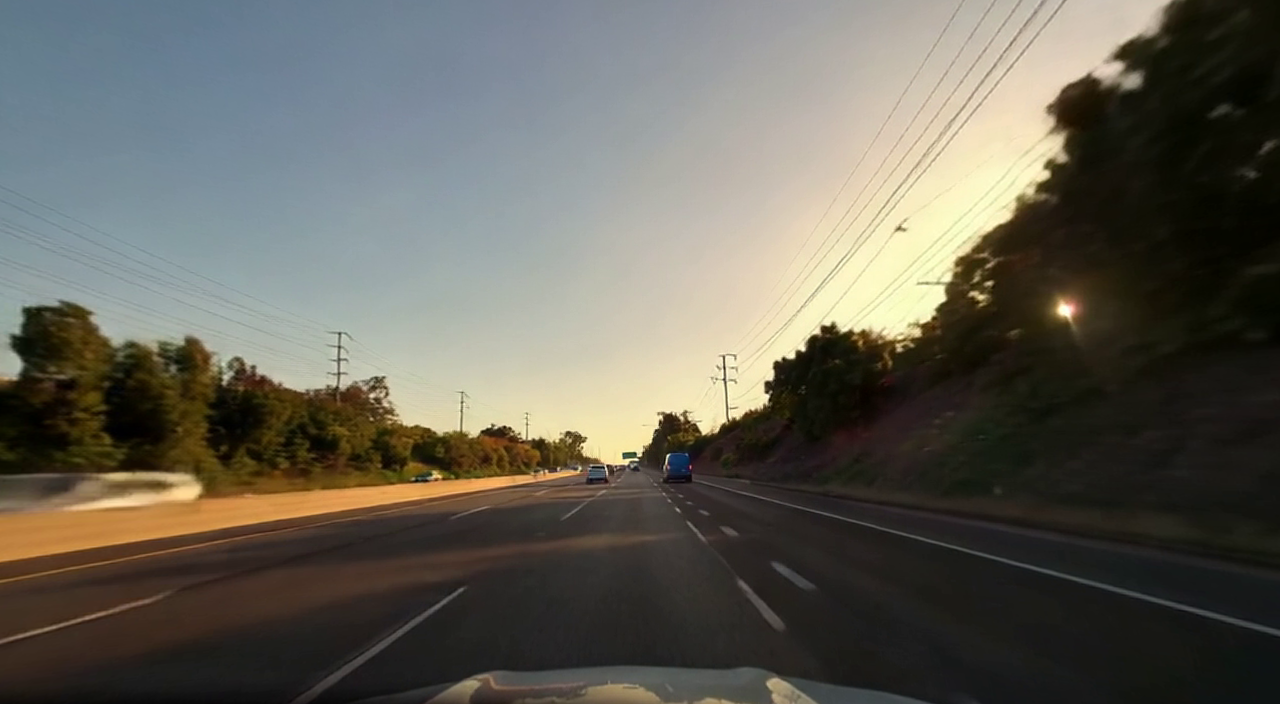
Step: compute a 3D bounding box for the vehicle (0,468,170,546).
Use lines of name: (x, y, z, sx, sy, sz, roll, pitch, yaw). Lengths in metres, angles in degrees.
vehicle: (-12.866, 3.278, 13.854, 1.898, 1.404, 4.106, 1, -10, -1)
